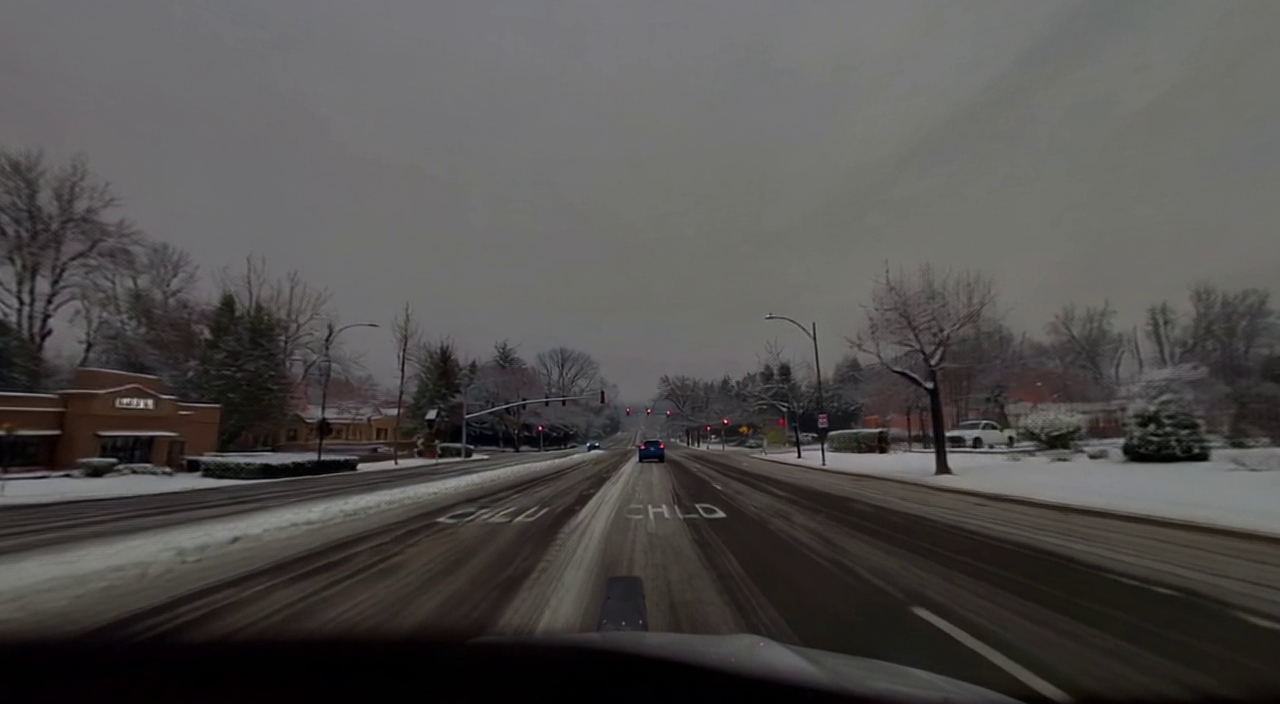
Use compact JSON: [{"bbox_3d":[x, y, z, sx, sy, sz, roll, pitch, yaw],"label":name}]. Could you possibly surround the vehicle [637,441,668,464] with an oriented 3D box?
[{"bbox_3d":[0.816,7.067,44.449,2.028,1.478,4.545,0,-8,0],"label":"vehicle"}]
